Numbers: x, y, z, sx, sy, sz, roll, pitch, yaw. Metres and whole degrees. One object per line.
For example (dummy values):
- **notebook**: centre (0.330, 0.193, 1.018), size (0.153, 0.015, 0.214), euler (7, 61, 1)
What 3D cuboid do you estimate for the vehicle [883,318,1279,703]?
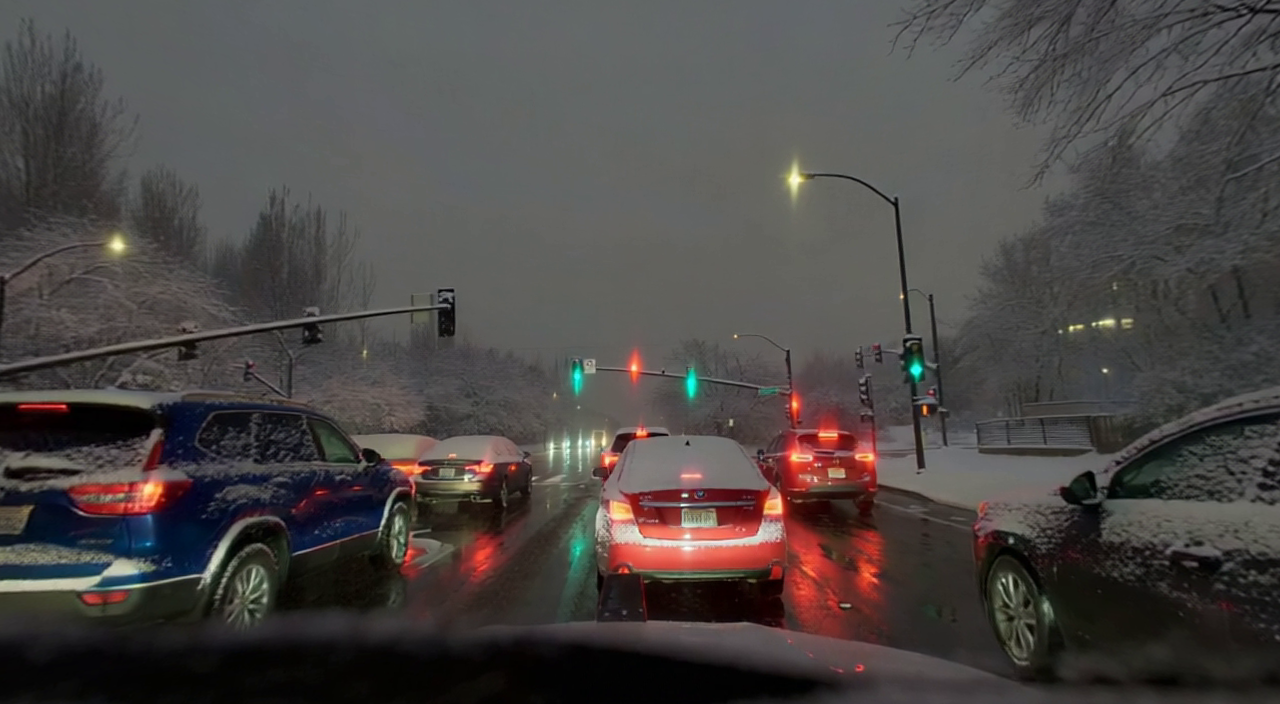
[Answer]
- **vehicle**: centre (3.030, 0.921, 3.052), size (1.880, 1.747, 4.500), euler (0, -8, 0)

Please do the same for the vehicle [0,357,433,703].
- **vehicle**: centre (-3.466, 1.220, 5.286), size (1.889, 1.767, 4.289), euler (0, -8, 1)

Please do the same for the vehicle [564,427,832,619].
- **vehicle**: centre (0.442, 1.612, 6.852), size (2.051, 1.460, 3.932), euler (0, -8, 0)

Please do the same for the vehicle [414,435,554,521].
- **vehicle**: centre (-3.071, 2.566, 13.330), size (1.868, 1.516, 4.114), euler (0, -8, 1)
